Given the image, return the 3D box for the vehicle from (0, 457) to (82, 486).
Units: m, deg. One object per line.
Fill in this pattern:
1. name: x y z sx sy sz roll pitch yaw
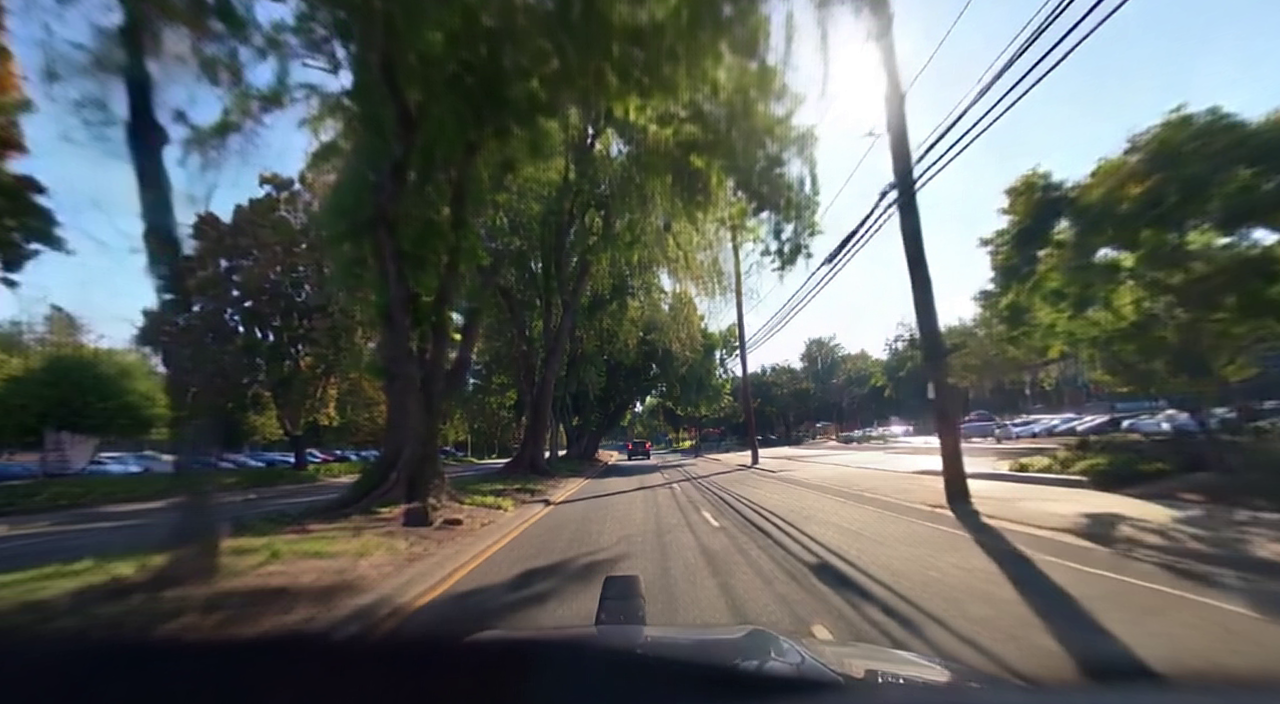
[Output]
1. vehicle: -33.678 6.542 34.692 4.445 1.440 1.890 -1 -9 5

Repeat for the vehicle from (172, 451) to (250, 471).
1. vehicle: -33.528 8.518 49.464 4.557 1.493 2.049 0 -8 0

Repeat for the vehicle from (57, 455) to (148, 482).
1. vehicle: -33.540 7.247 39.480 3.967 1.373 1.853 -3 -7 -1
